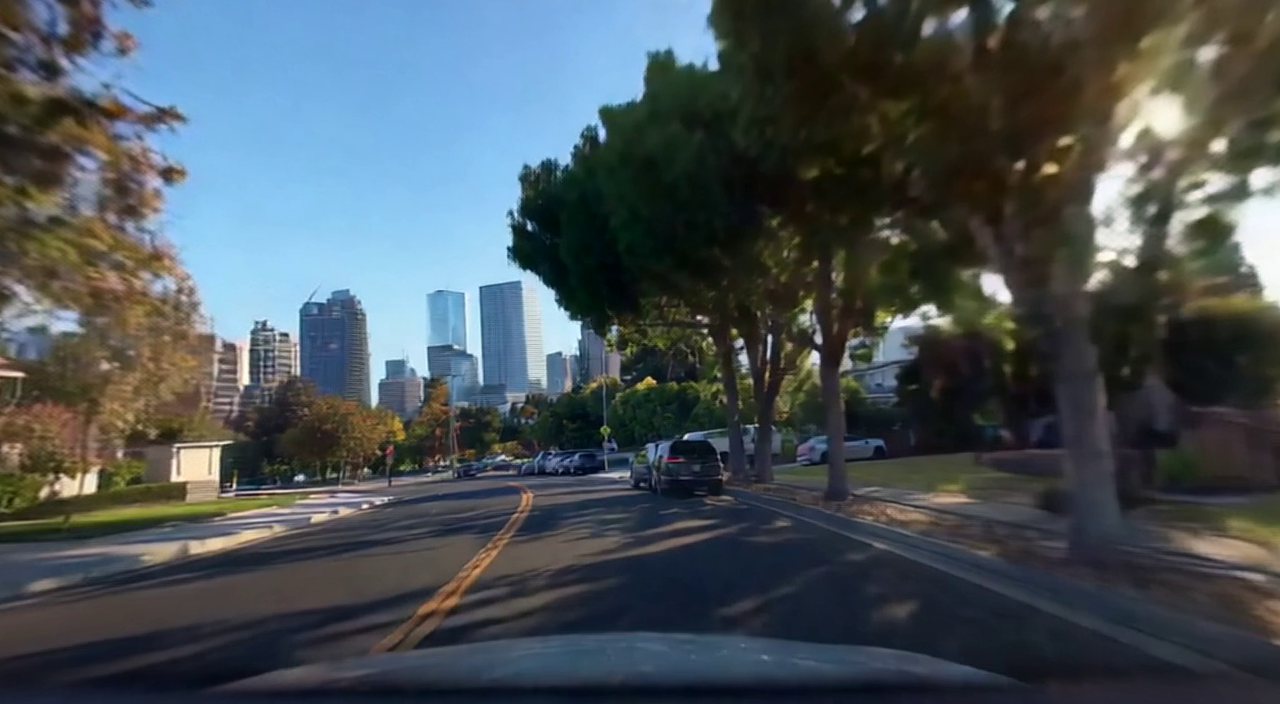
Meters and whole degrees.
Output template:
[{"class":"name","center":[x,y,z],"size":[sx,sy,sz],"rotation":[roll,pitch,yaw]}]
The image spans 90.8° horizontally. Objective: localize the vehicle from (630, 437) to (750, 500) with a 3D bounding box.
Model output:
[{"class":"vehicle","center":[1.209,3.227,18.081],"size":[2.181,1.494,5.023],"rotation":[1,-8,-11]}]

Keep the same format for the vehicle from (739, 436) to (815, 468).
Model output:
[{"class":"vehicle","center":[7.555,5.444,34.657],"size":[4.157,1.431,1.753],"rotation":[3,-8,-38]}]

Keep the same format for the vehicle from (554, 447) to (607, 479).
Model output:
[{"class":"vehicle","center":[-3.540,6.360,36.632],"size":[1.965,1.663,4.744],"rotation":[2,-9,-19]}]

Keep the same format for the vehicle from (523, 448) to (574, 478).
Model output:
[{"class":"vehicle","center":[-6.414,7.617,43.601],"size":[2.180,1.849,5.423],"rotation":[3,-9,-22]}]

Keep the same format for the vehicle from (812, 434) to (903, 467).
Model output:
[{"class":"vehicle","center":[10.521,4.722,30.450],"size":[4.253,1.458,1.900],"rotation":[5,-10,-35]}]
